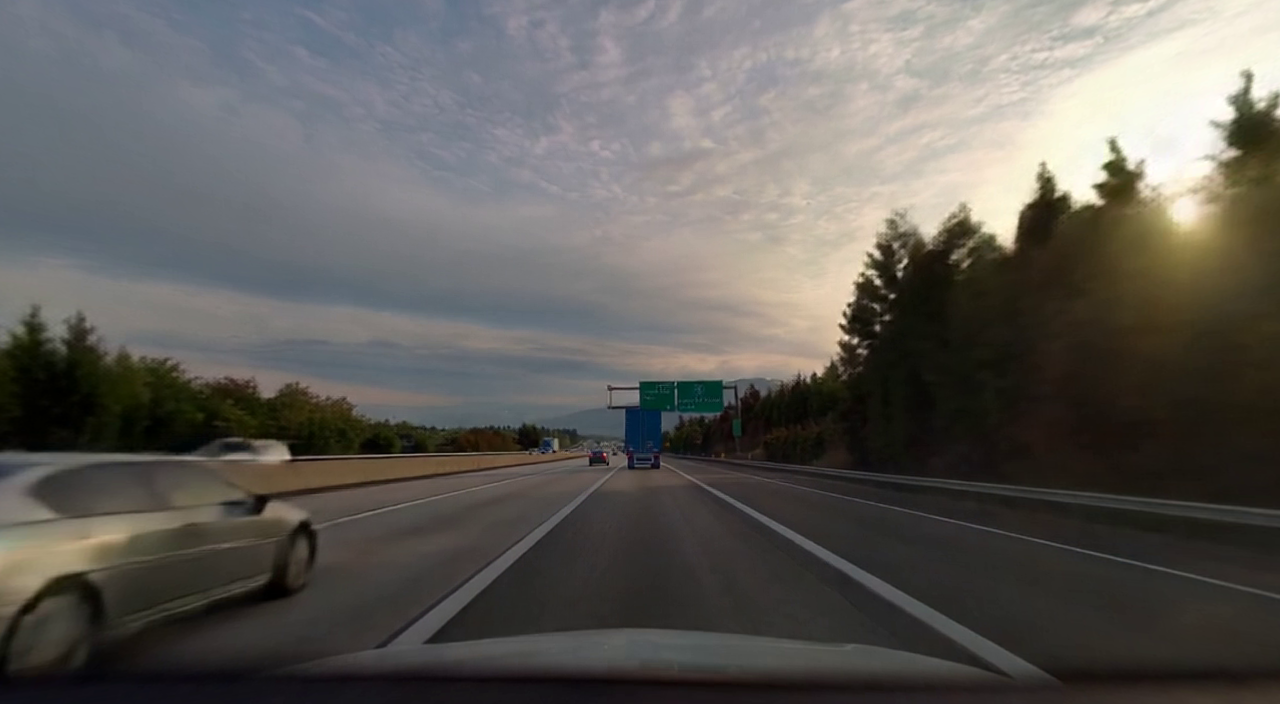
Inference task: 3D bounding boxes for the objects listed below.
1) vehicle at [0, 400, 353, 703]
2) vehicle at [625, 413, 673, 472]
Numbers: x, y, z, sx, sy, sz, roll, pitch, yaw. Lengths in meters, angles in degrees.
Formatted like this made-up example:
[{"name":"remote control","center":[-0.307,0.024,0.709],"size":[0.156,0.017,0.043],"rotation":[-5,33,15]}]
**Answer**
[{"name":"vehicle","center":[-3.873,1.089,3.472],"size":[2.114,1.523,5.110],"rotation":[0,-9,1]},{"name":"vehicle","center":[0.441,6.337,43.727],"size":[2.893,3.628,9.081],"rotation":[0,-9,-2]}]
